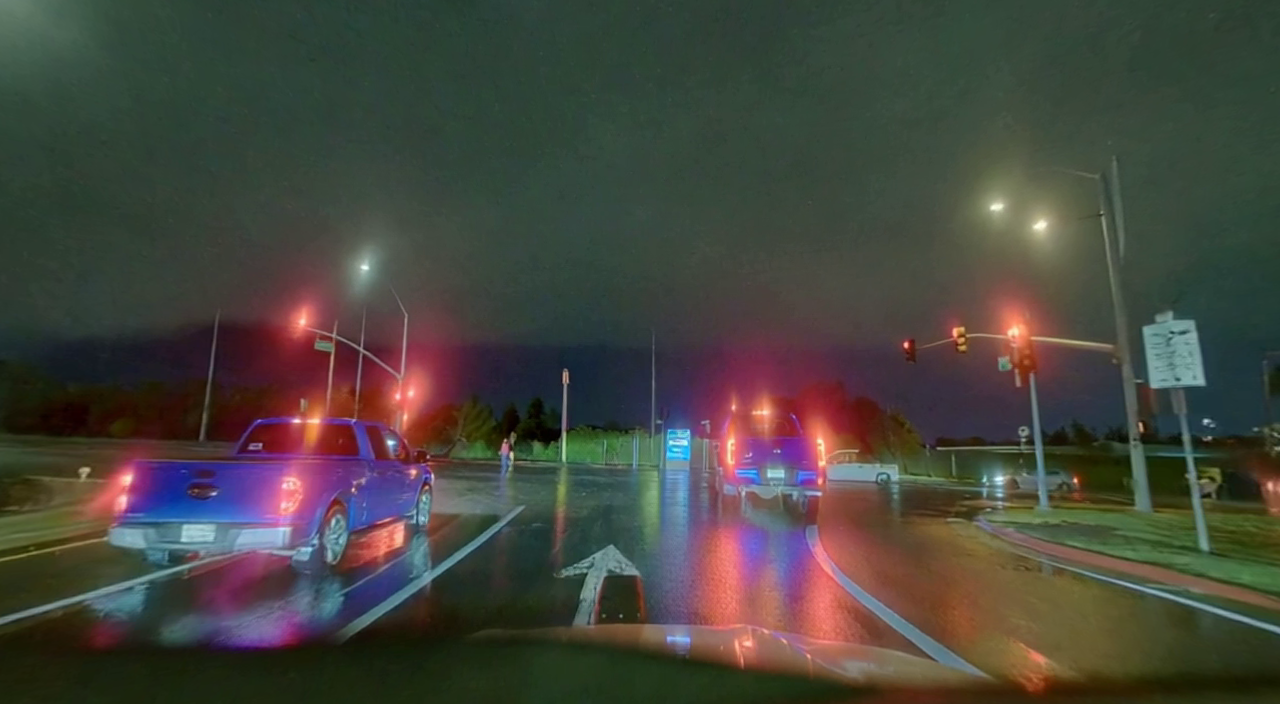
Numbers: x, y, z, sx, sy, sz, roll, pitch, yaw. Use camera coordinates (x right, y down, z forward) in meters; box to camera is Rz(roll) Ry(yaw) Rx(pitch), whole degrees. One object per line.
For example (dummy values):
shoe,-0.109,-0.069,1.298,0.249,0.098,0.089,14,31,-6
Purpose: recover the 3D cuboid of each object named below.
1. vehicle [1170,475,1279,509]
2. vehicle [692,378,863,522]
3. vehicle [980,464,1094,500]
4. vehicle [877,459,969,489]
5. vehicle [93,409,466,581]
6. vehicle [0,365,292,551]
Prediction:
vehicle,29.614,7.006,31.645,4.322,1.522,1.795,0,-8,-1
vehicle,2.963,2.119,13.836,2.851,2.400,5.978,-2,-9,12
vehicle,20.205,6.610,32.208,4.356,1.498,1.957,-4,-8,4
vehicle,16.641,7.175,37.169,4.537,1.608,1.827,0,-8,2
vehicle,-3.804,1.590,7.852,1.913,1.491,4.547,0,-8,0
vehicle,-7.143,1.368,8.418,2.068,1.772,4.944,0,-8,1
